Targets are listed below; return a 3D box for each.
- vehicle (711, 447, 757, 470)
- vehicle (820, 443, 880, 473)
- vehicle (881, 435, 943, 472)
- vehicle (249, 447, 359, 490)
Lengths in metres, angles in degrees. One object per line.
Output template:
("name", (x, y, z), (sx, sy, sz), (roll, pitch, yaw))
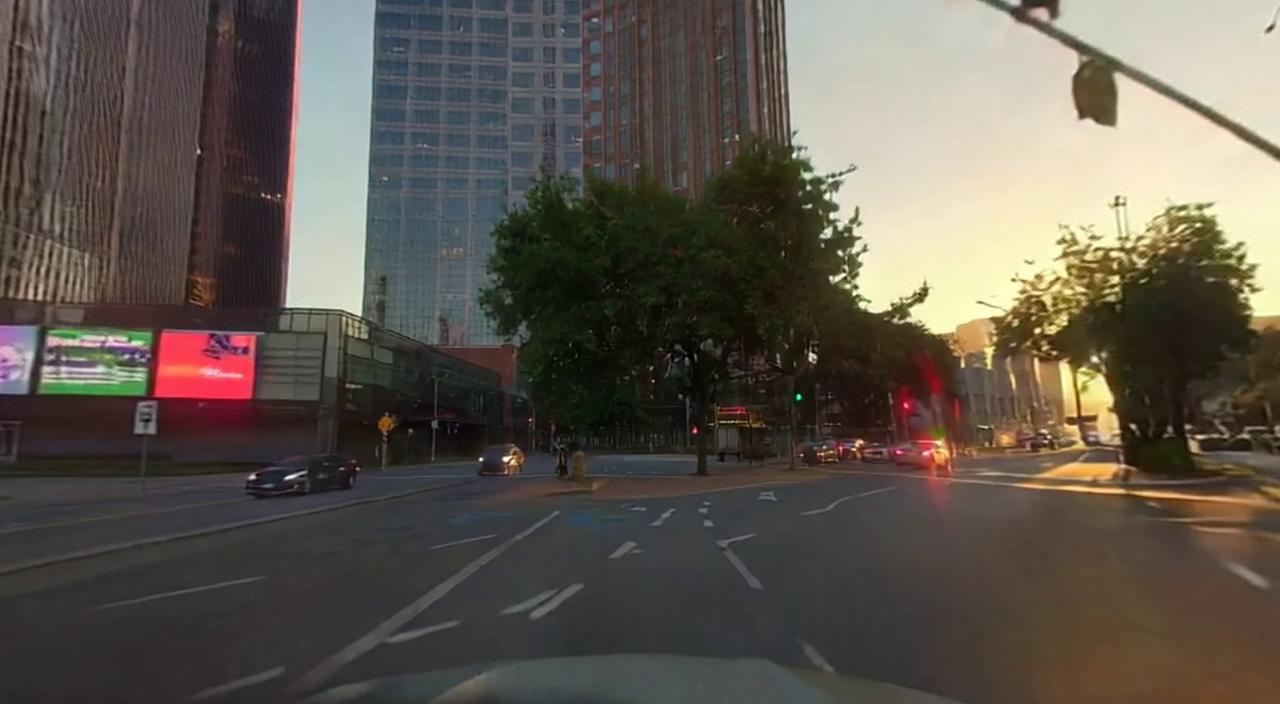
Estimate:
("vehicle", (6.673, 7.623, 45.564), (2.675, 1.452, 4.213), (-1, -8, 0))
("vehicle", (11.881, 5.899, 35.536), (2.023, 1.527, 5.016), (-5, -10, 31))
("vehicle", (15.024, 5.538, 34.712), (2.232, 1.814, 5.285), (-5, -10, 31))
("vehicle", (-14.546, 5.035, 27.732), (2.161, 1.681, 4.743), (0, -9, 1))
